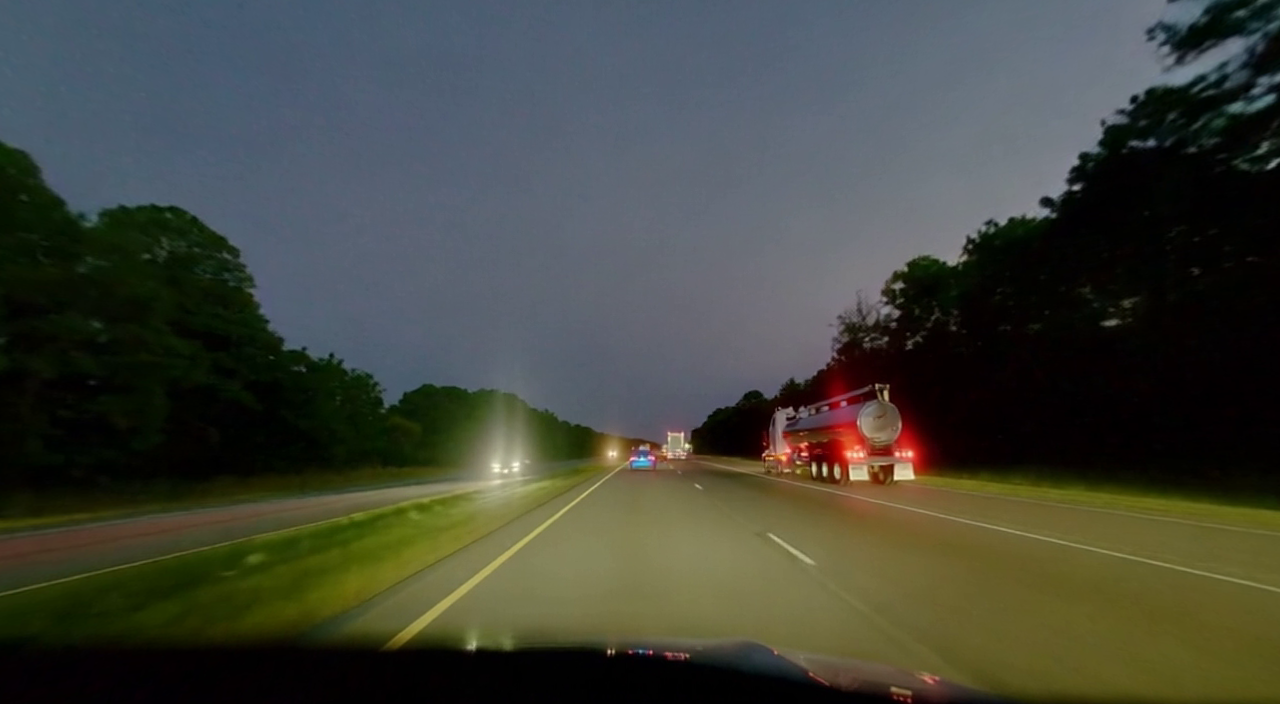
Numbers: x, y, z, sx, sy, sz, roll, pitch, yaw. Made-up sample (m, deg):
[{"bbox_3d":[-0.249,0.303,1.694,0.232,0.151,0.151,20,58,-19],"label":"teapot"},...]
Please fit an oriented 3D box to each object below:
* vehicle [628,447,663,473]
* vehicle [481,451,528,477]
[{"bbox_3d":[0.312,6.268,36.659,1.926,1.386,3.615,0,-9,0],"label":"vehicle"},{"bbox_3d":[-8.187,6.792,38.450,1.889,1.488,4.263,0,-9,0],"label":"vehicle"}]
